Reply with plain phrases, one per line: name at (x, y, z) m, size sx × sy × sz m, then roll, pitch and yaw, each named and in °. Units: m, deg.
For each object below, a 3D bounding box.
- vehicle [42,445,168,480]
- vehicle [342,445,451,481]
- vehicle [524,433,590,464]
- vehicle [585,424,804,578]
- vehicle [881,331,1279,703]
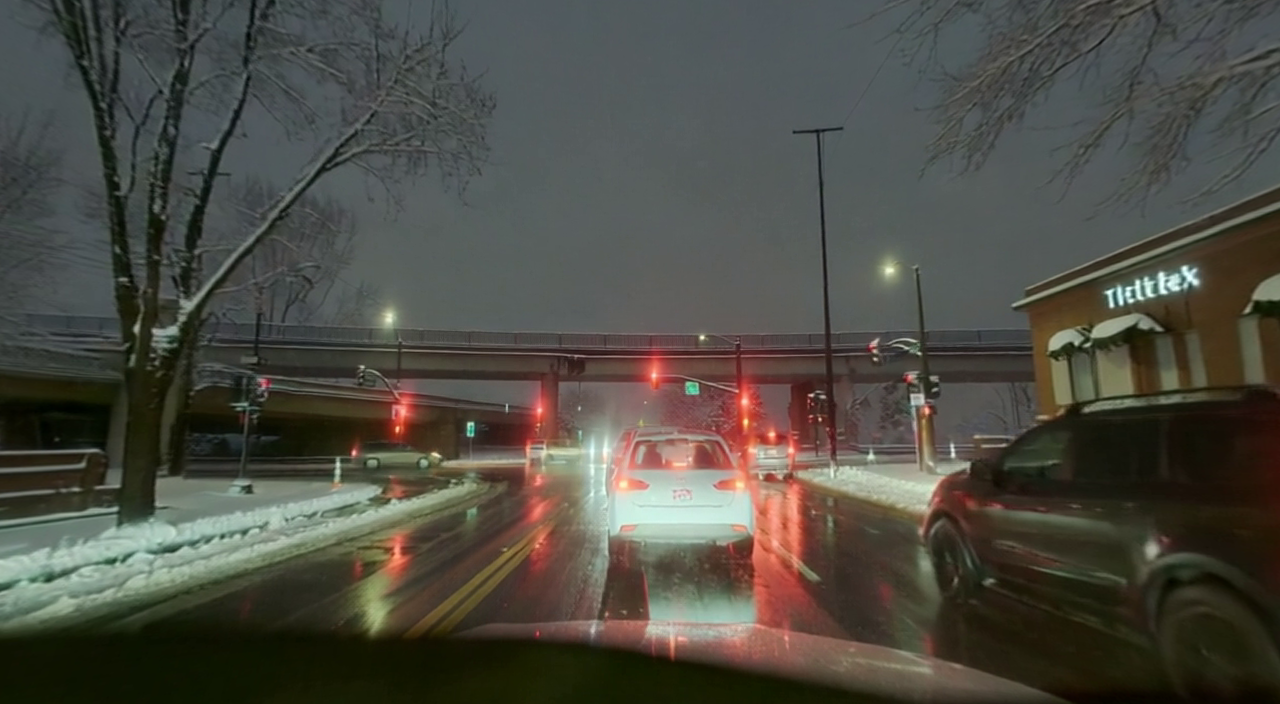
vehicle at (-26.741, 5.529, 31.652) m, size 4.474 × 1.673 × 2.010 m, roll 0°, pitch -8°, yaw 1°
vehicle at (-10.911, 4.953, 28.568) m, size 1.873 × 1.462 × 4.283 m, roll -5°, pitch -10°, yaw 30°
vehicle at (-5.389, 6.417, 42.062) m, size 2.322 × 1.916 × 5.640 m, roll -3°, pitch -9°, yaw 16°
vehicle at (0.544, 1.749, 8.244) m, size 2.101 × 1.467 × 4.210 m, roll 0°, pitch -8°, yaw 1°
vehicle at (3.578, 1.087, 4.342) m, size 2.062 × 1.781 × 4.488 m, roll 0°, pitch -8°, yaw 1°
